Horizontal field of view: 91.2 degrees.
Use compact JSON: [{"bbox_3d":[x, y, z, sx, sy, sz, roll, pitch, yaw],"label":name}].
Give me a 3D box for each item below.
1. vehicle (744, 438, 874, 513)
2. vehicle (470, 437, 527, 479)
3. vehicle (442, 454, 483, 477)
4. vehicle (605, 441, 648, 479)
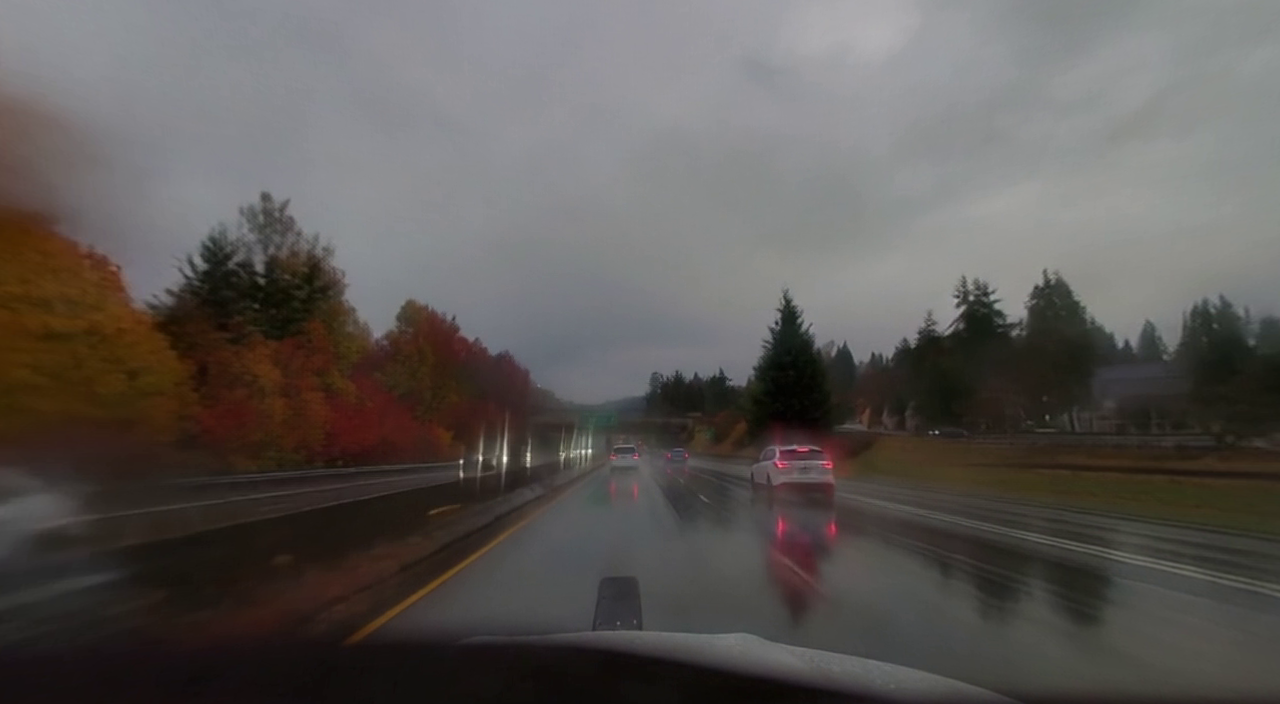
[{"bbox_3d":[3.828,2.853,15.049,1.843,1.505,4.339,0,-9,-1],"label":"vehicle"},{"bbox_3d":[-9.541,7.187,42.812,2.447,2.609,5.829,-1,-9,1],"label":"vehicle"},{"bbox_3d":[-13.422,8.578,47.657,1.885,1.545,4.338,-1,-9,0],"label":"vehicle"},{"bbox_3d":[-0.628,5.166,30.249,1.937,1.699,3.936,-1,-9,0],"label":"vehicle"}]
